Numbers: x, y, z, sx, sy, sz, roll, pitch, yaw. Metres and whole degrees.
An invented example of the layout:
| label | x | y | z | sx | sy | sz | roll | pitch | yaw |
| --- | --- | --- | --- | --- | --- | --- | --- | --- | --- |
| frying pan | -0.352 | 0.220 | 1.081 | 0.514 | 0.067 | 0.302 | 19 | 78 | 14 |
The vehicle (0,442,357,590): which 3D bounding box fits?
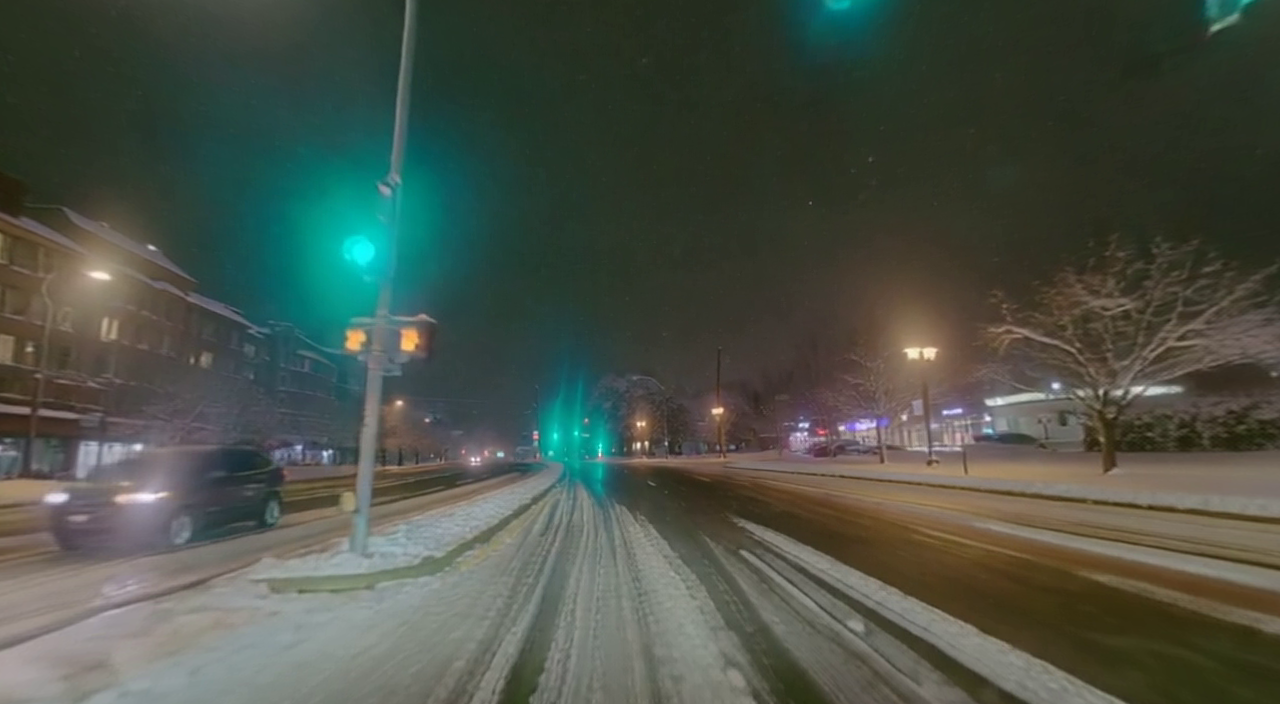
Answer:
| label | x | y | z | sx | sy | sz | roll | pitch | yaw |
| --- | --- | --- | --- | --- | --- | --- | --- | --- | --- |
| vehicle | -5.707 | 1.983 | 8.676 | 1.894 | 1.474 | 4.332 | 0 | -8 | -4 |
